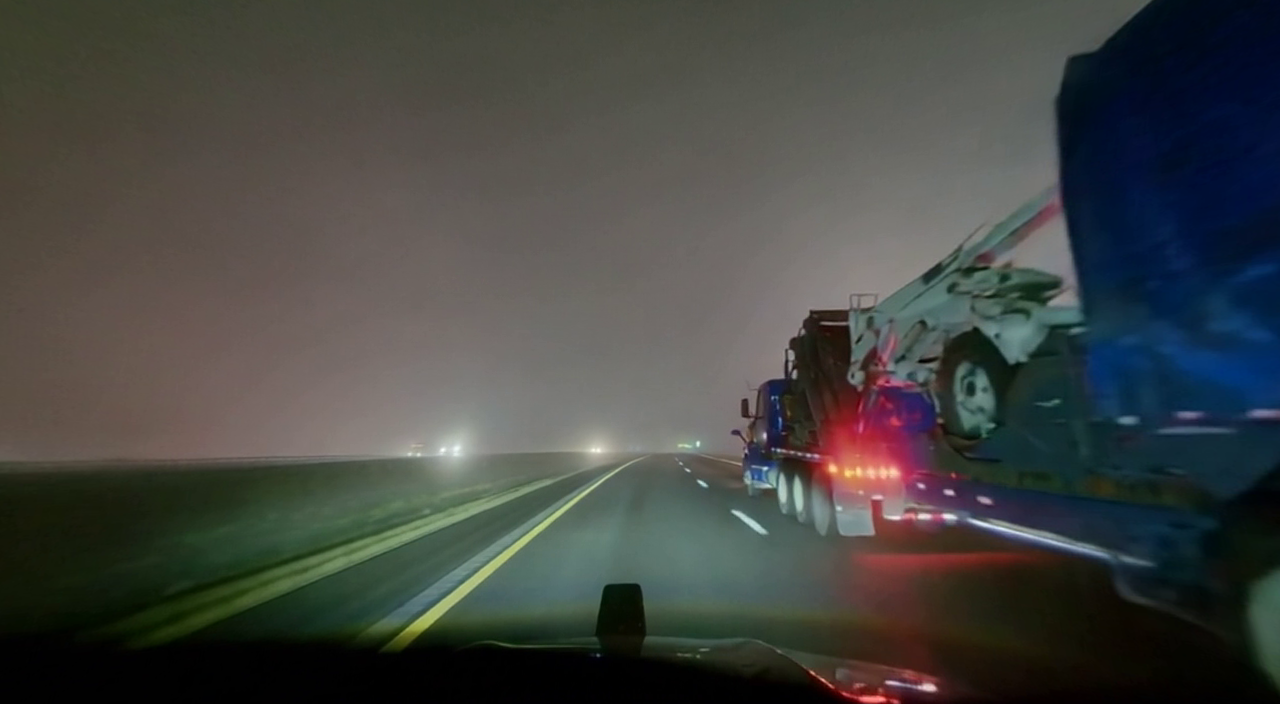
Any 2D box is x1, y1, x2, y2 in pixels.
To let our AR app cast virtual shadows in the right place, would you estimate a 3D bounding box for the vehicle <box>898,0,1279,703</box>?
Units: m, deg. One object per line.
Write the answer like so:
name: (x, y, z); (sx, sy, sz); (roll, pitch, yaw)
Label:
vehicle: (3.969, -0.236, 2.412); (2.959, 3.724, 7.068); (0, -8, 1)
